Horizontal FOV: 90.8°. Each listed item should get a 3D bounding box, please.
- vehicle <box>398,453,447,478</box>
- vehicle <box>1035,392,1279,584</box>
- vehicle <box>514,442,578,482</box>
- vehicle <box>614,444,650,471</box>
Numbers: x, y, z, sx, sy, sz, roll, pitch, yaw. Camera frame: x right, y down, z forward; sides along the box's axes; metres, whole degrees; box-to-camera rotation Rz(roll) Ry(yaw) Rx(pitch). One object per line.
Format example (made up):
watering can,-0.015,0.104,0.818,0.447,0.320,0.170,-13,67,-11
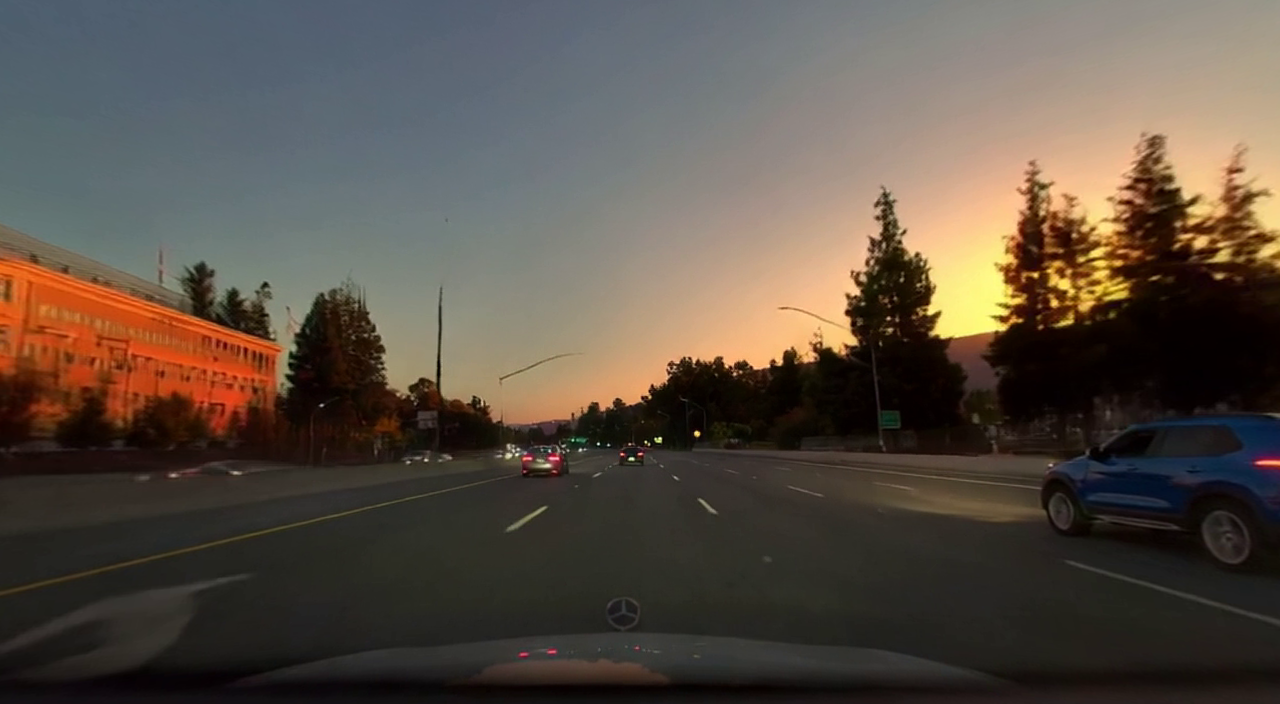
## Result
vehicle,-13.789,7.177,40.239,1.803,1.466,3.696,0,-9,0
vehicle,7.092,1.470,7.219,2.028,1.801,4.741,0,-8,-1
vehicle,-3.763,4.467,26.015,1.886,1.465,4.625,0,-9,0
vehicle,-0.467,6.114,36.797,1.997,1.485,4.094,0,-8,0
